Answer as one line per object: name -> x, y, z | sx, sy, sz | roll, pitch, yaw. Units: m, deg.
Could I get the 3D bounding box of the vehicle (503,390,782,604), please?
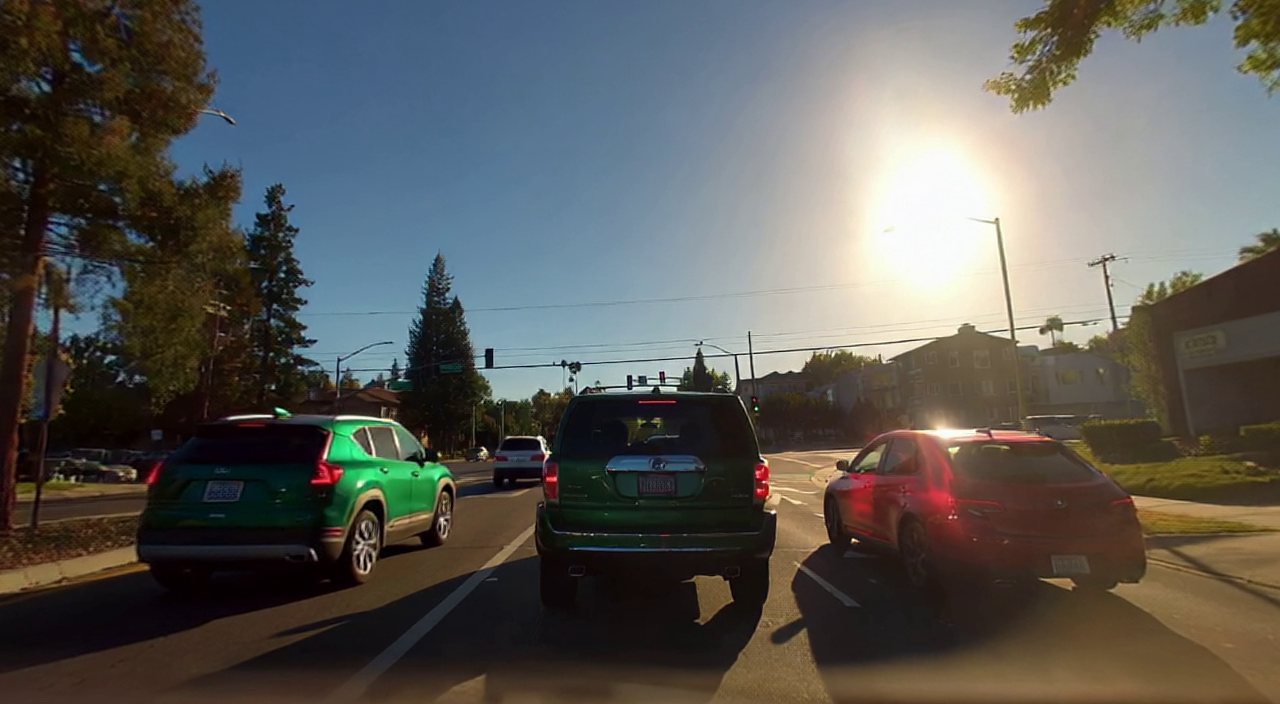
vehicle -> -0.001, 1.487, 7.240 | 2.294, 1.761, 3.857 | 0, -9, -1

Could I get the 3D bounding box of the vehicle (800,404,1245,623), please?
vehicle -> 3.474, 1.553, 7.037 | 2.202, 1.657, 4.298 | 0, -9, -1

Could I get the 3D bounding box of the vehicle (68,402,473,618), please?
vehicle -> -3.371, 1.507, 6.927 | 1.961, 1.639, 4.064 | 0, -9, 0
